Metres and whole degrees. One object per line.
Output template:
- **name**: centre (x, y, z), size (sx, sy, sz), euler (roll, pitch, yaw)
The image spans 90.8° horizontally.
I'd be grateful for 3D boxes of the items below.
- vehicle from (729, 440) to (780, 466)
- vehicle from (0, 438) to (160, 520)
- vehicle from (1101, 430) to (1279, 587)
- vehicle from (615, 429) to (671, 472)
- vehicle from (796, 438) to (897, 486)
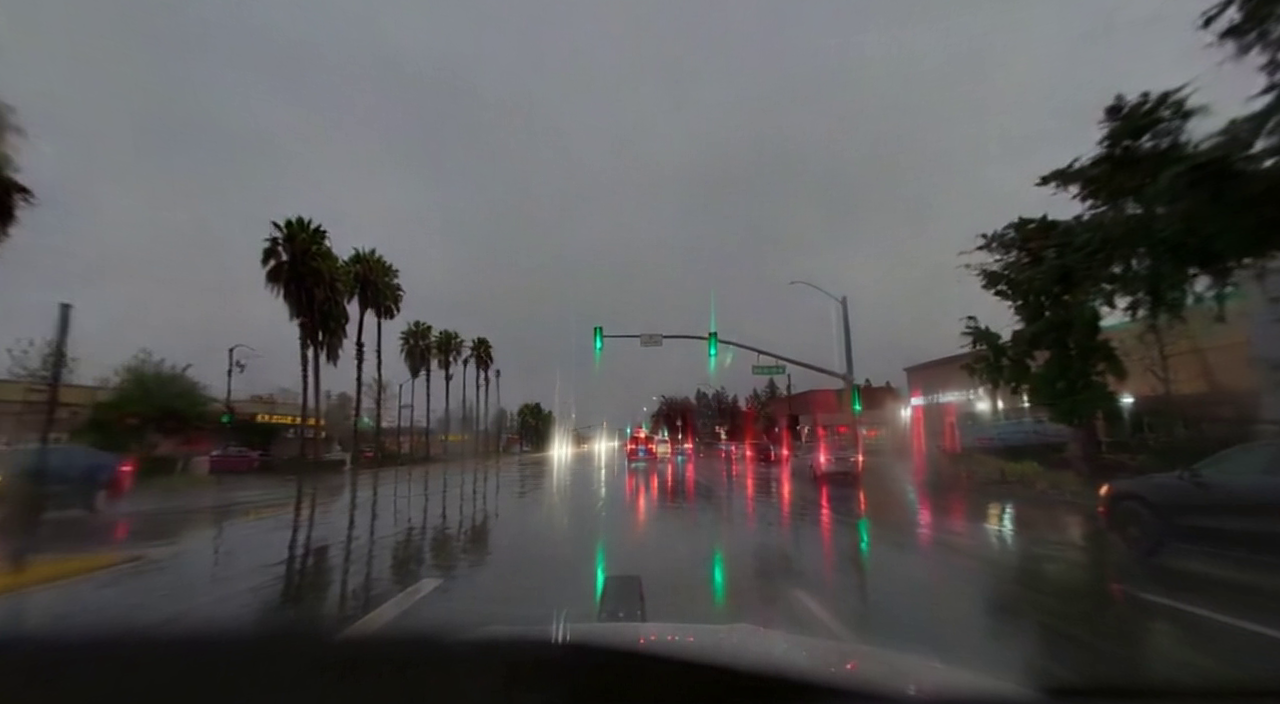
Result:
- **vehicle**: centre (6.797, 6.063, 38.078), size (2.038, 1.476, 5.032), euler (0, -9, -1)
- **vehicle**: centre (-15.450, 3.094, 15.713), size (2.575, 1.780, 5.899), euler (0, -9, -2)
- **vehicle**: centre (7.141, 1.450, 5.755), size (2.076, 1.483, 4.963), euler (0, -9, -1)
- **vehicle**: centre (0.089, 4.631, 29.729), size (2.428, 1.816, 4.959), euler (0, -9, -1)
- **vehicle**: centre (6.890, 3.726, 21.627), size (1.902, 1.461, 4.428), euler (0, -9, -1)
